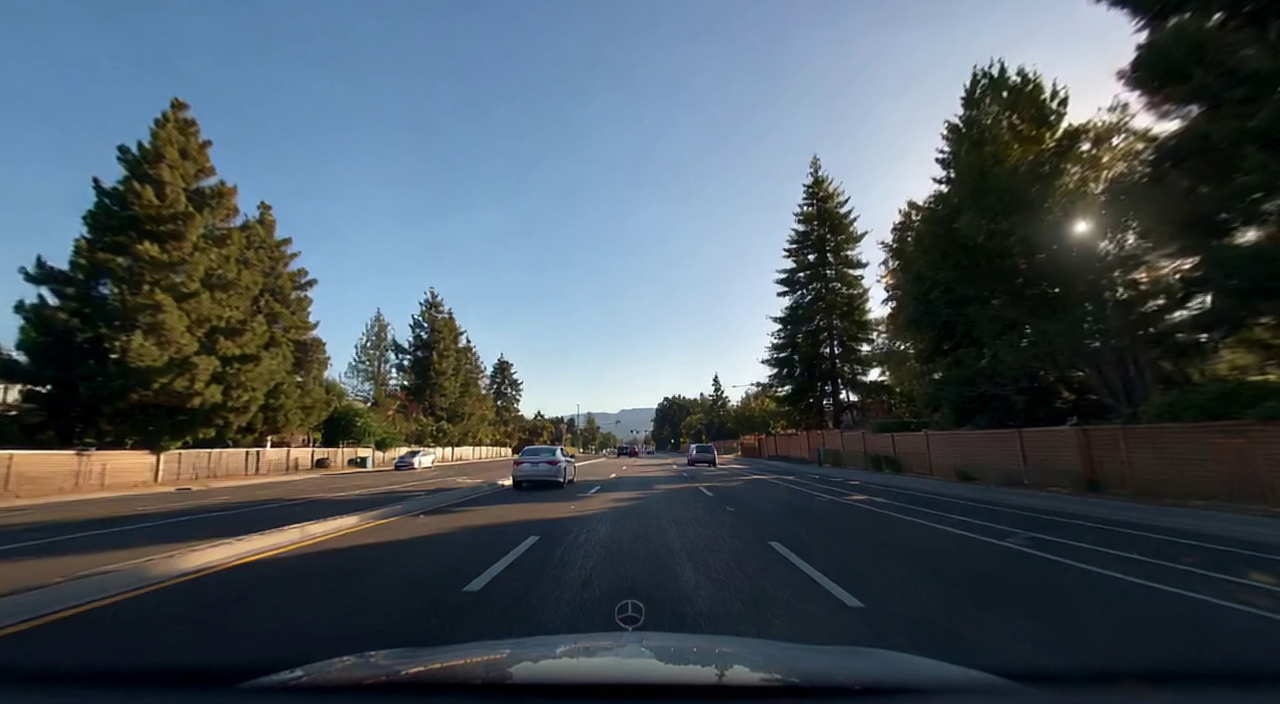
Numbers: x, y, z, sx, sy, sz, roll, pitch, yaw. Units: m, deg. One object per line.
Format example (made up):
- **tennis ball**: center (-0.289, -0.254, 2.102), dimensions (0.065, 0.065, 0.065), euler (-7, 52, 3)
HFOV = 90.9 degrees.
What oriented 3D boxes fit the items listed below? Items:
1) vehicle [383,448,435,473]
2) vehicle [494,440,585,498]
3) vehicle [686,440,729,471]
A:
- **vehicle**: center (-16.908, 7.966, 46.370), dimensions (2.012, 1.702, 4.458), euler (0, -8, 2)
- **vehicle**: center (-2.912, 3.481, 19.227), dimensions (1.966, 1.524, 4.410), euler (0, -8, 1)
- **vehicle**: center (4.154, 6.435, 39.414), dimensions (2.114, 1.780, 4.445), euler (0, -8, -1)
